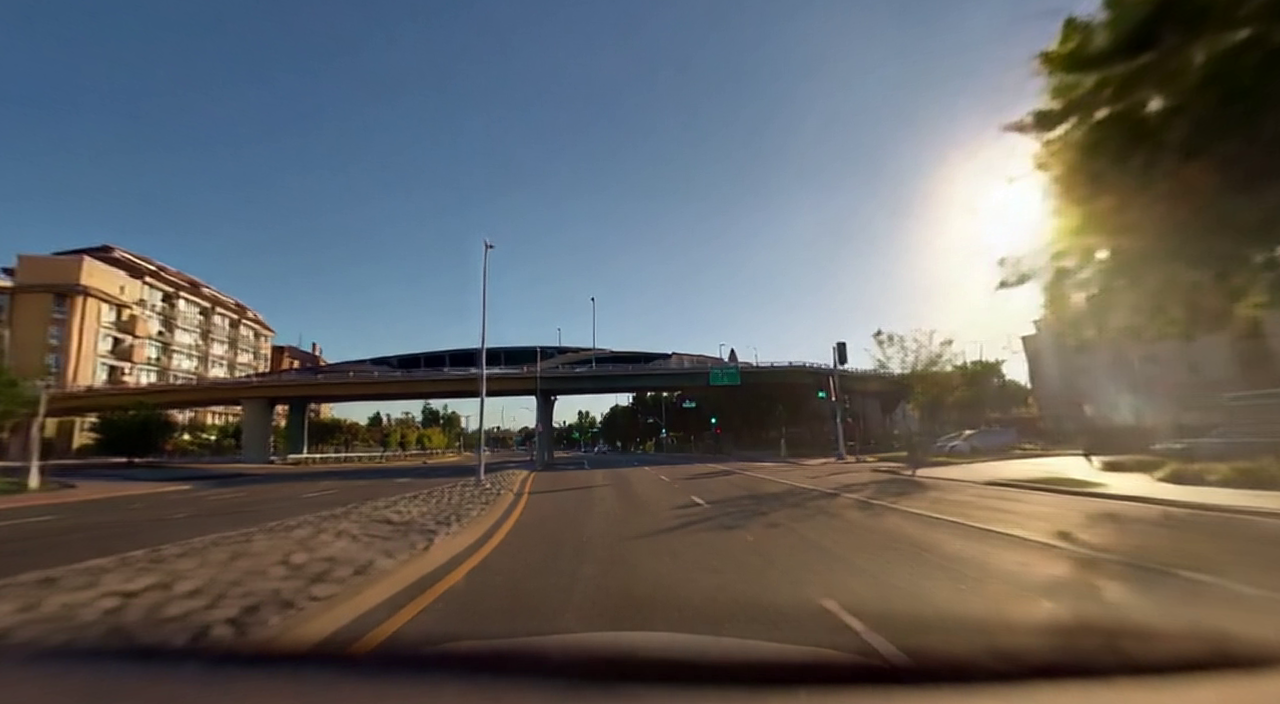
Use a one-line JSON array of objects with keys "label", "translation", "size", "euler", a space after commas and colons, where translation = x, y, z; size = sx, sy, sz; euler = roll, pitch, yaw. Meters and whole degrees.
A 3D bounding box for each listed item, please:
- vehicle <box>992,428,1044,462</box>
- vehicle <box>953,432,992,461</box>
[{"label": "vehicle", "translation": [23.829, 5.877, 40.017], "size": [2.177, 1.983, 5.217], "euler": [-3, -9, 25]}, {"label": "vehicle", "translation": [21.870, 6.223, 41.655], "size": [1.969, 1.732, 4.610], "euler": [-3, -9, 24]}]
